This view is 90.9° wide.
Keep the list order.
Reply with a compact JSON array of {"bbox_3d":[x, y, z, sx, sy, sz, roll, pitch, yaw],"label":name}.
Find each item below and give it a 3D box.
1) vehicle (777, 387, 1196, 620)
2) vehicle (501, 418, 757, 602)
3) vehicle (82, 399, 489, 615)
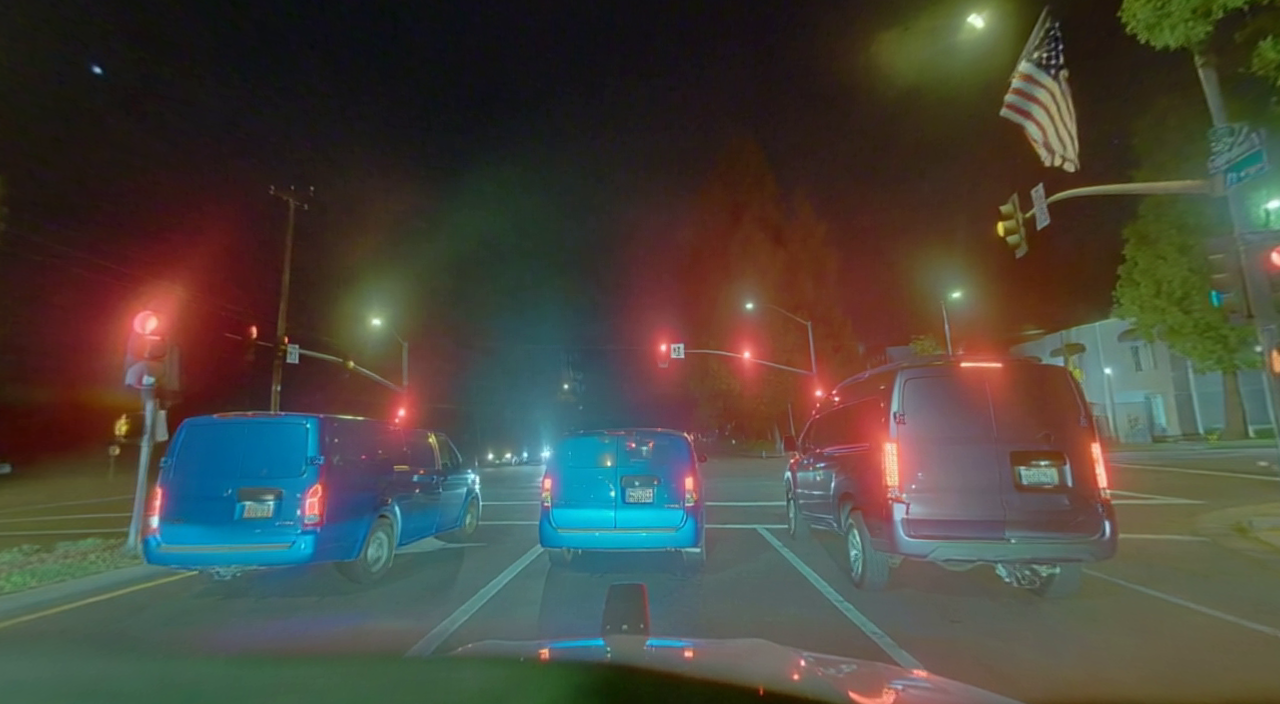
[{"bbox_3d":[3.091,1.467,7.019,2.178,1.746,4.400,0,-9,1],"label":"vehicle"},{"bbox_3d":[-0.139,1.616,7.325,2.098,1.494,4.118,0,-9,-1],"label":"vehicle"},{"bbox_3d":[-3.303,1.520,7.042,2.024,1.677,3.998,-1,-9,3],"label":"vehicle"}]
